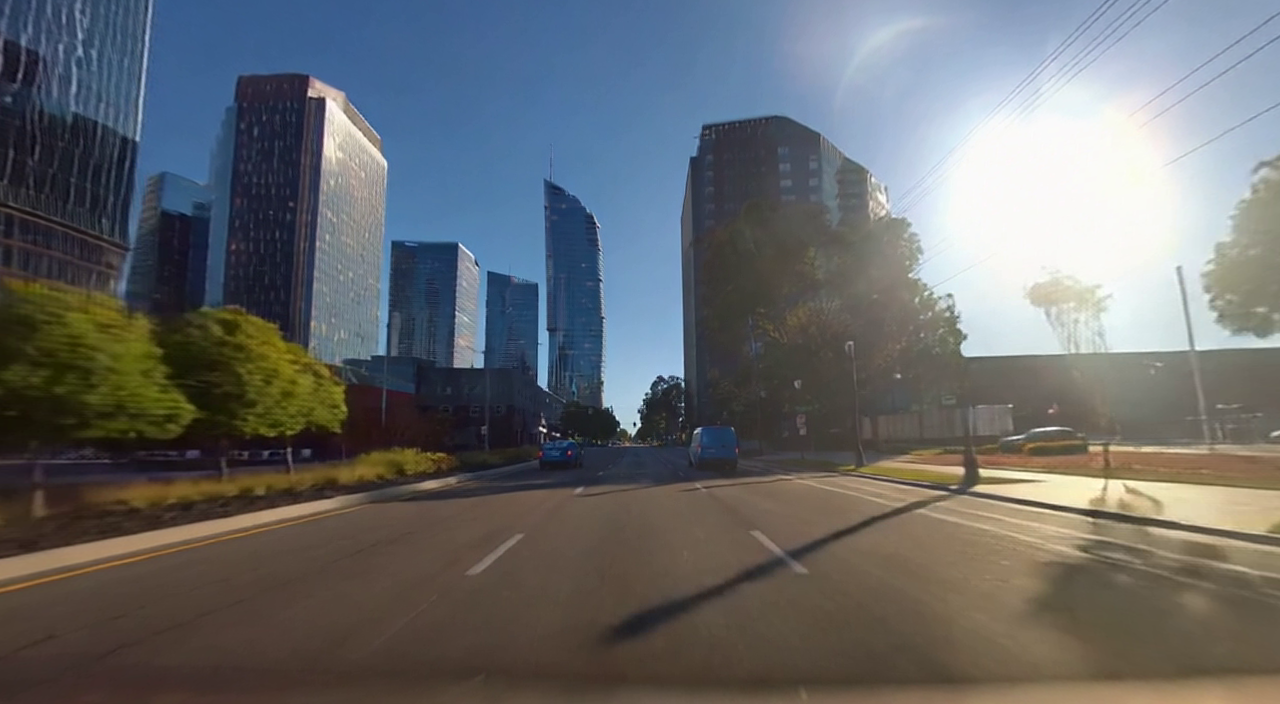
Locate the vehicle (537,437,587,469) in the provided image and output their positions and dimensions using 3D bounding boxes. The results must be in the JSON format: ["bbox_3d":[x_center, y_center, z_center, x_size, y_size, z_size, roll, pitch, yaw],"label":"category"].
[{"bbox_3d":[-3.711,4.904,30.756,1.864,1.464,4.195,0,-8,1],"label":"vehicle"}]

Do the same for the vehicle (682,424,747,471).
[{"bbox_3d":[3.226,4.275,28.279,2.200,1.914,5.145,0,-8,-1],"label":"vehicle"}]
